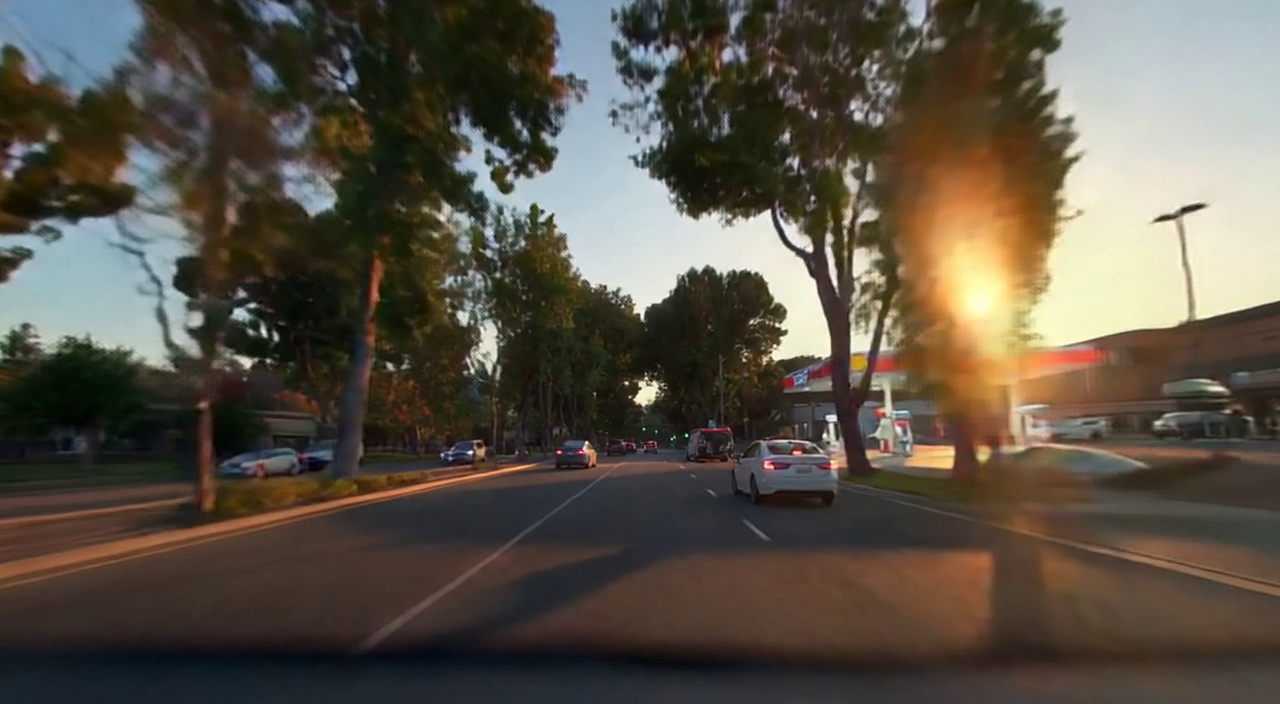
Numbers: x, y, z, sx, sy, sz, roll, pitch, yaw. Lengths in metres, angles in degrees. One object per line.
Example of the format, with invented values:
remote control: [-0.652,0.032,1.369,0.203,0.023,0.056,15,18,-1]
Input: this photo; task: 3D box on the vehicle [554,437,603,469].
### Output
vehicle: [-3.446,5.752,35.983,2.250,1.713,4.422,0,-8,1]

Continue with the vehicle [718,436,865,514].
vehicle: [3.189,2.711,14.433,2.095,1.475,4.686,0,-8,-1]

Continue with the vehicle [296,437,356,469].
vehicle: [-24.282,7.835,48.979,2.254,2.335,4.297,0,-8,2]

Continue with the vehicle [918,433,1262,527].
vehicle: [7.608,2.197,11.269,4.514,1.425,1.937,-2,-9,15]

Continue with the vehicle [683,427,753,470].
vehicle: [4.256,5.450,35.769,3.245,2.199,6.295,0,-8,1]

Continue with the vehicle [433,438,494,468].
vehicle: [-11.098,6.418,40.091,2.141,1.751,5.451,0,-8,1]

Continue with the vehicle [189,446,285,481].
vehicle: [-21.256,5.882,33.476,1.957,1.702,4.544,0,-8,2]

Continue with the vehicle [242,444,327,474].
vehicle: [-24.293,7.304,43.398,2.341,1.896,5.876,0,-8,1]
